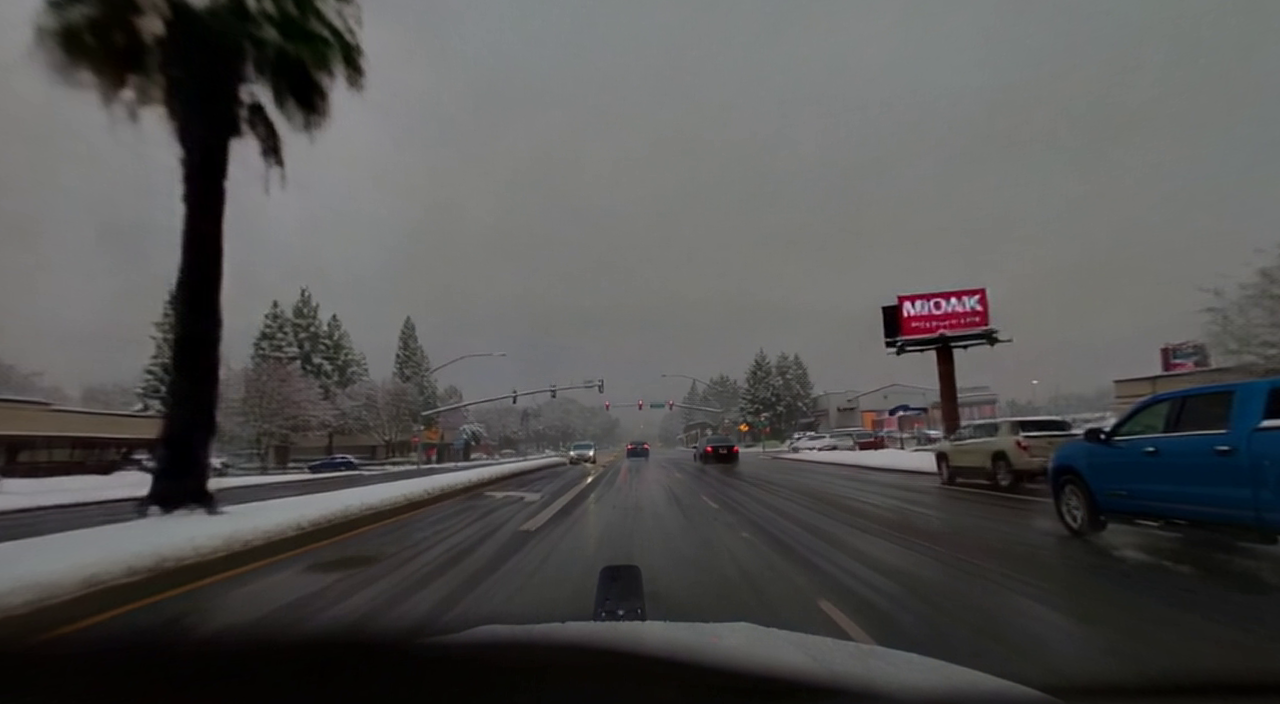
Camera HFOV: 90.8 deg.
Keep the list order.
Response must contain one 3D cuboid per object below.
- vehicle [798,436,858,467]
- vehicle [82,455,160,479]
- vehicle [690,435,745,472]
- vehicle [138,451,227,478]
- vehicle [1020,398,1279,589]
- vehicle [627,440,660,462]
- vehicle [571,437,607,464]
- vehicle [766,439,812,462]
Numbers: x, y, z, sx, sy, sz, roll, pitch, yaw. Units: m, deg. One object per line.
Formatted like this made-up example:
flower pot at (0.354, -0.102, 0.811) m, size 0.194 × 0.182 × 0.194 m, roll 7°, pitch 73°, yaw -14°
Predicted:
vehicle at (10.535, 5.614, 35.707) m, size 1.965 × 1.573 × 4.308 m, roll 0°, pitch -9°, yaw -1°
vehicle at (-40.228, 8.890, 49.049) m, size 1.879 × 1.747 × 4.268 m, roll -8°, pitch -11°, yaw 40°
vehicle at (3.431, 4.609, 28.822) m, size 1.889 × 1.541 × 4.303 m, roll 0°, pitch -9°, yaw -1°
vehicle at (-35.708, 8.751, 49.398) m, size 5.329 × 1.893 × 2.122 m, roll 7°, pitch -12°, yaw -42°
vehicle at (6.520, 1.329, 6.274) m, size 2.140 × 1.606 × 5.437 m, roll -1°, pitch -9°, yaw 0°
vehicle at (0.233, 7.039, 45.070) m, size 2.258 × 1.468 × 4.076 m, roll 0°, pitch -9°, yaw 0°
vehicle at (-3.451, 6.814, 43.725) m, size 2.117 × 1.751 × 4.478 m, roll -1°, pitch -9°, yaw 0°
vehicle at (10.510, 6.984, 45.011) m, size 1.957 × 1.500 × 4.816 m, roll 0°, pitch -9°, yaw -2°
